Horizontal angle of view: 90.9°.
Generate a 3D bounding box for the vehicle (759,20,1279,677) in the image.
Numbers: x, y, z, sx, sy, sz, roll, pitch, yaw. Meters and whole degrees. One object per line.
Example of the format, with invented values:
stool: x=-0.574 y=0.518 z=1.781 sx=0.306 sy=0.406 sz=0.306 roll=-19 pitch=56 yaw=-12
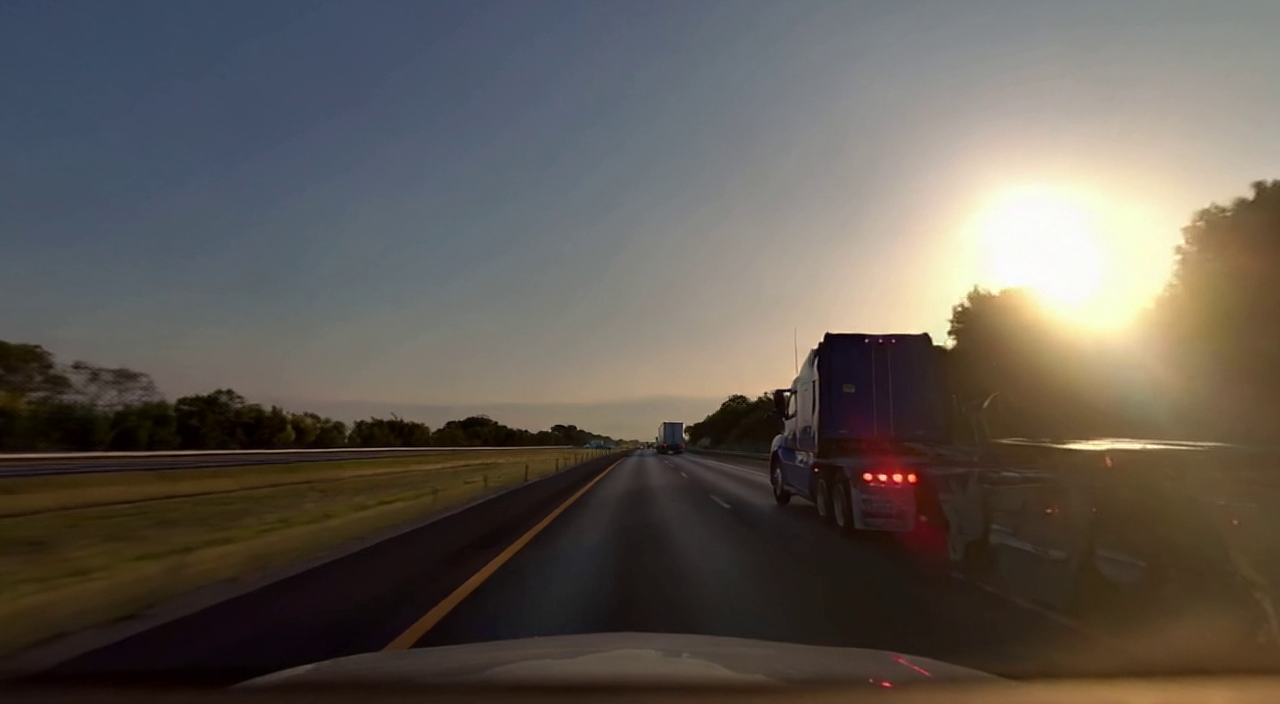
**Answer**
vehicle: x=4.093 y=0.546 z=8.631 sx=3.080 sy=4.016 sz=9.760 roll=0 pitch=-8 yaw=1
